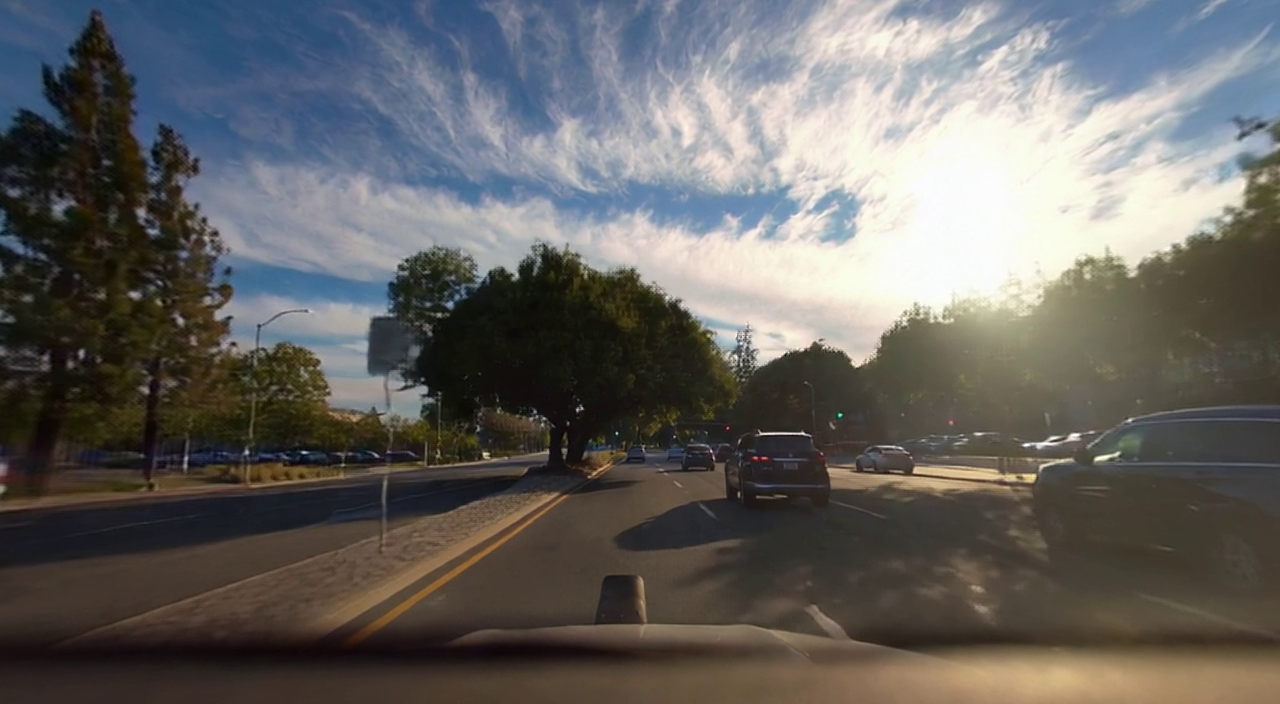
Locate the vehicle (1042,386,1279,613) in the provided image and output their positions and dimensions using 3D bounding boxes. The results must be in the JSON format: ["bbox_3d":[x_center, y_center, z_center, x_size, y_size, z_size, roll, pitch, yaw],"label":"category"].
[{"bbox_3d":[6.238,1.272,5.638,2.153,1.811,4.595,0,-8,-1],"label":"vehicle"}]

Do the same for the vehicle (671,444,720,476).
[{"bbox_3d":[2.723,5.406,31.652,1.980,1.484,4.093,0,-8,-2],"label":"vehicle"}]

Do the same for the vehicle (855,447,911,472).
[{"bbox_3d":[15.137,6.704,39.478,1.815,1.493,4.135,0,-8,-1],"label":"vehicle"}]

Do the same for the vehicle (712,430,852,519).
[{"bbox_3d":[2.973,2.661,14.211,2.075,1.698,4.142,0,-8,-2],"label":"vehicle"}]
